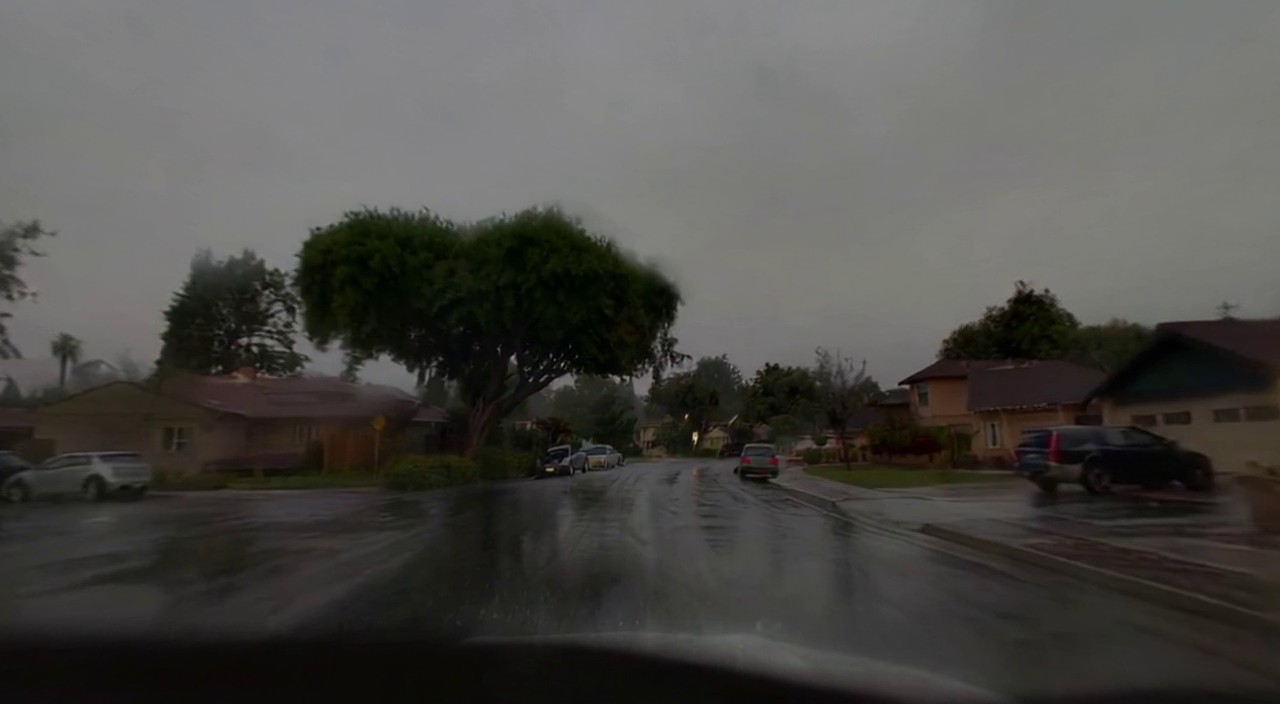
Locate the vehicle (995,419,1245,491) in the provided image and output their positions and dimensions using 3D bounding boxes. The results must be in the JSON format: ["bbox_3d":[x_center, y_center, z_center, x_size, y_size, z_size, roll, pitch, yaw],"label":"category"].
[{"bbox_3d":[11.991,2.590,16.034,4.781,1.700,1.914,0,-9,-2],"label":"vehicle"}]

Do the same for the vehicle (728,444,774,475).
[{"bbox_3d":[6.531,6.195,36.706,2.075,1.657,4.648,-3,-9,17],"label":"vehicle"}]

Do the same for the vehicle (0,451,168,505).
[{"bbox_3d":[-16.107,3.580,18.151,3.734,1.441,1.756,-1,-9,4],"label":"vehicle"}]

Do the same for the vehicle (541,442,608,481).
[{"bbox_3d":[-3.272,5.577,32.580,2.041,1.762,4.508,-4,-8,13],"label":"vehicle"}]
